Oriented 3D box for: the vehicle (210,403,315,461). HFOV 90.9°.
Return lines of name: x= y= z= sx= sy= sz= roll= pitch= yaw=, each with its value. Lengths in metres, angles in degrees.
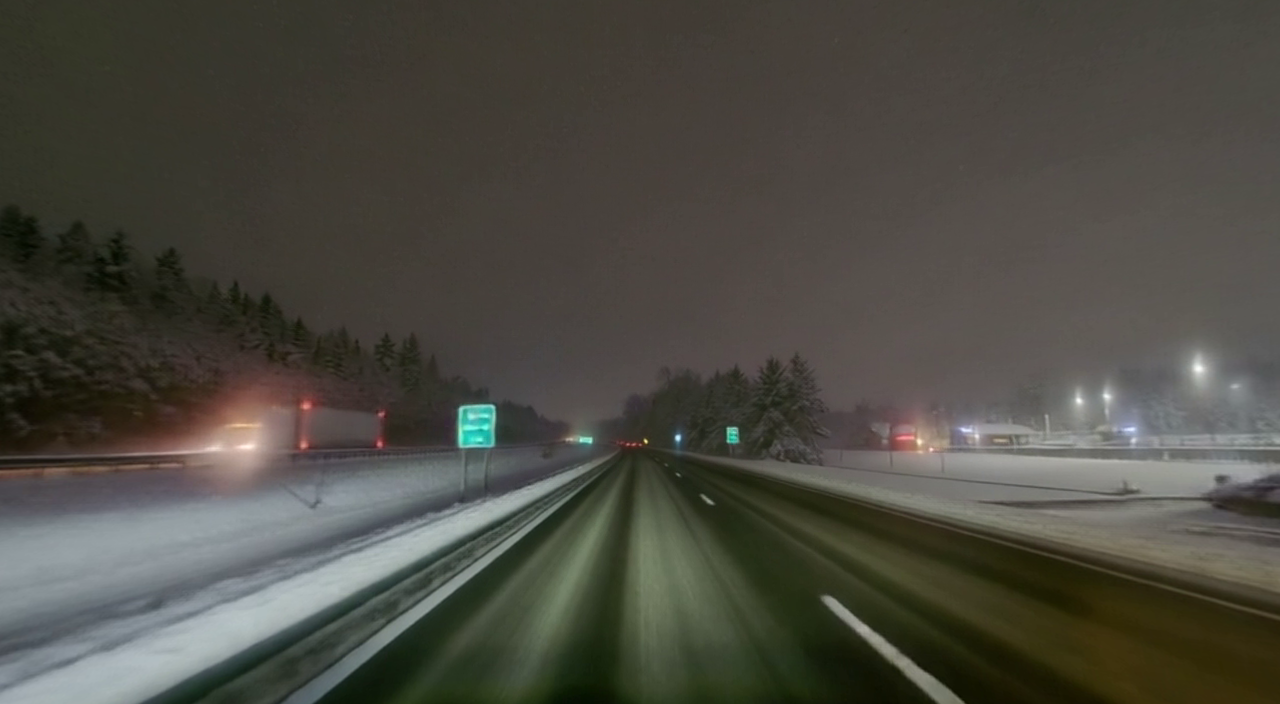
vehicle: x=-28.620 y=6.191 z=48.414 sx=3.009 sy=4.008 sz=8.149 roll=0 pitch=-8 yaw=-1
